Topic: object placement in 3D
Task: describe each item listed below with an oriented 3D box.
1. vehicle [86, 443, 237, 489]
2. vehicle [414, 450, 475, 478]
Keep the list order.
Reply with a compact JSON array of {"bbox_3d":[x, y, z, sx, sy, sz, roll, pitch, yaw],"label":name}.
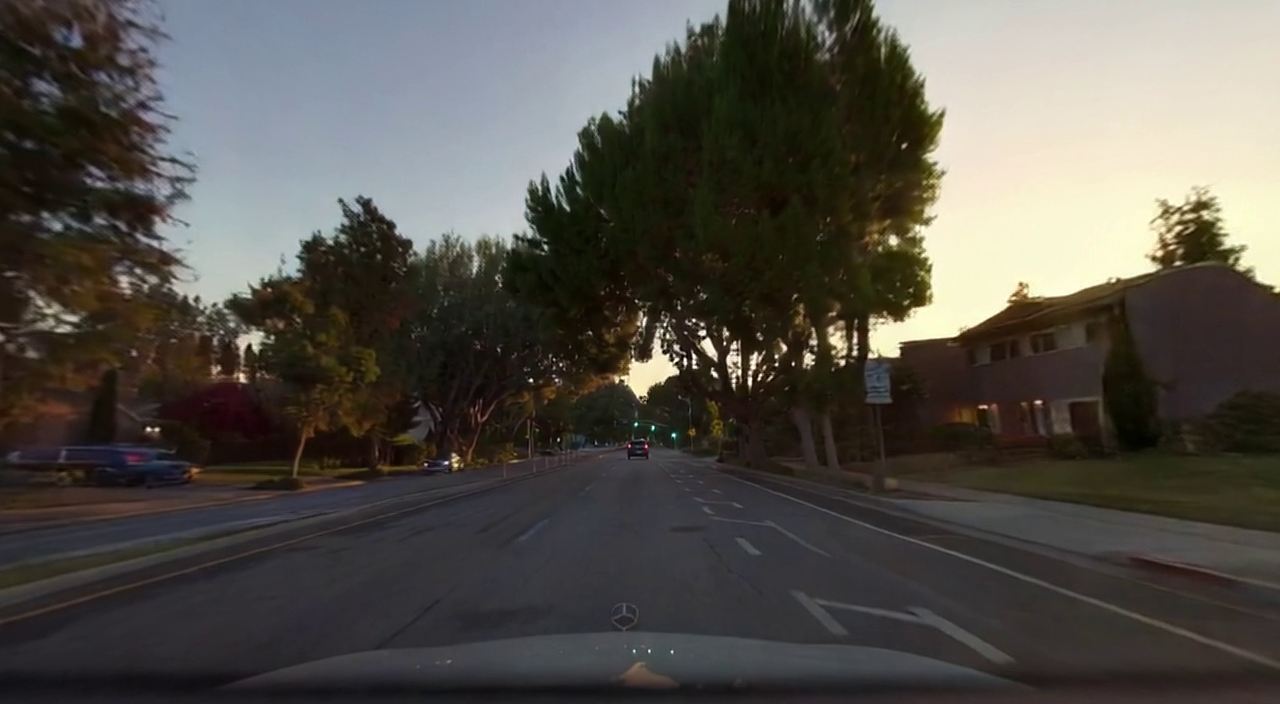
[{"bbox_3d":[-18.918,4.519,25.061,4.170,1.704,2.174,0,-9,0],"label":"vehicle"},{"bbox_3d":[-11.852,6.829,38.541,2.150,1.518,4.785,-2,-10,1],"label":"vehicle"}]
